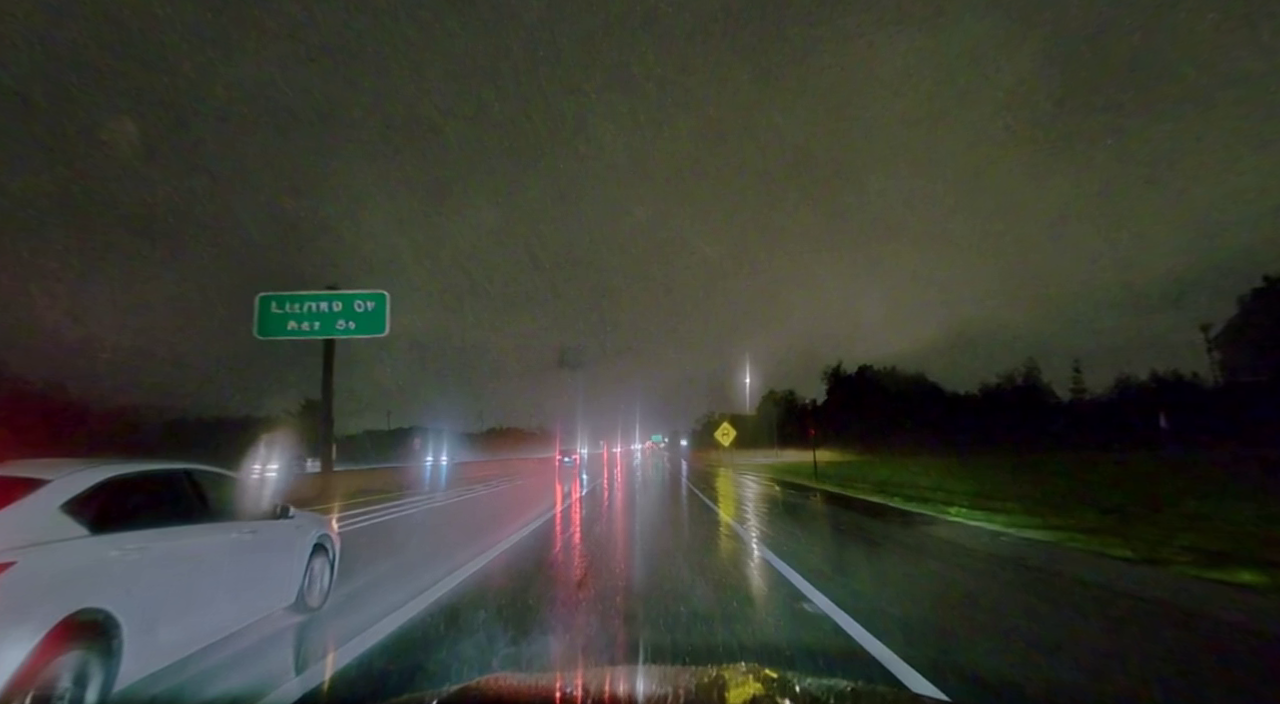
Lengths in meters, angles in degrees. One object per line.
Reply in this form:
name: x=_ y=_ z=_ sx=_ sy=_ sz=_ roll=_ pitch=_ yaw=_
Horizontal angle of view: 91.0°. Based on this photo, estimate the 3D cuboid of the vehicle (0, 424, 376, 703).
vehicle: x=-4.088 y=1.398 z=4.965 sx=2.011 sy=1.481 sz=4.434 roll=0 pitch=-9 yaw=1

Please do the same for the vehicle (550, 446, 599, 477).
vehicle: x=-3.477 y=5.915 z=34.271 sx=2.044 sy=1.527 sz=4.607 roll=0 pitch=-9 yaw=1
